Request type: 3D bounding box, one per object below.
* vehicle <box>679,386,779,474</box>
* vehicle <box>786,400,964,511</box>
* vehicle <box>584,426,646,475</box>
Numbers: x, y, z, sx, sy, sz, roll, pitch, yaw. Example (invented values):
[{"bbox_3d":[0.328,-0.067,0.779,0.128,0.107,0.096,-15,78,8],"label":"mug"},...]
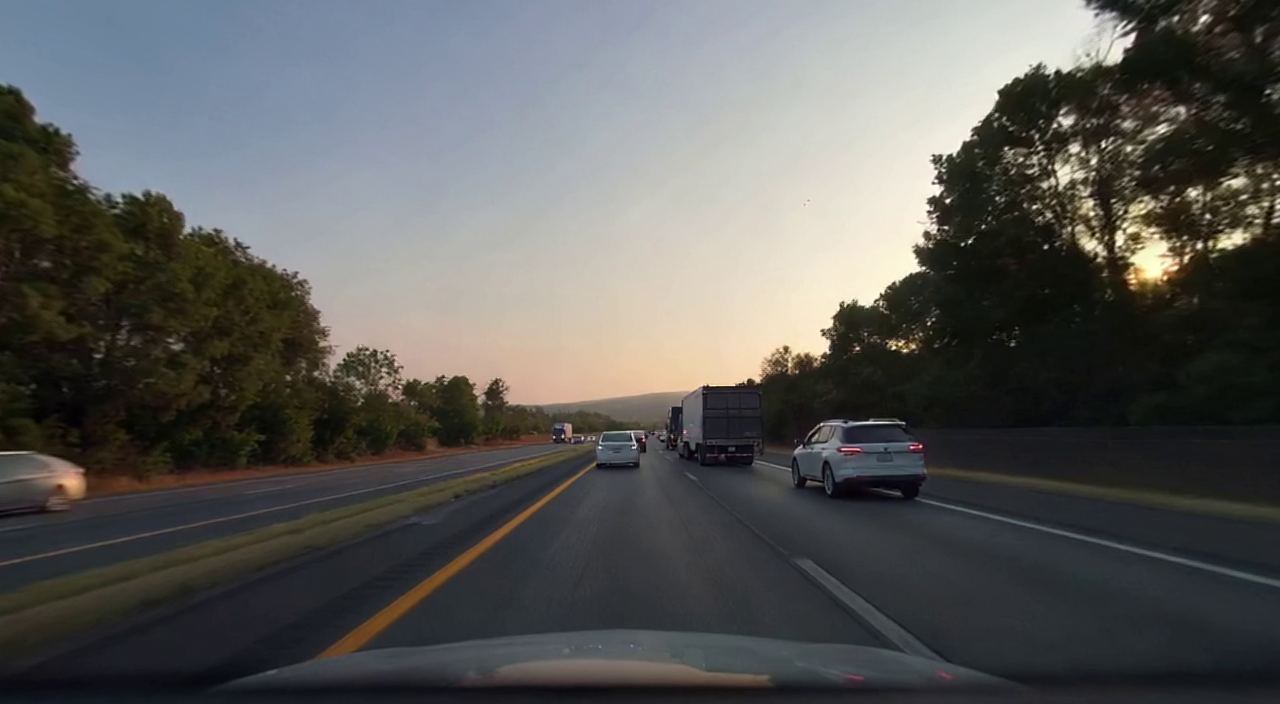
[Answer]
[{"bbox_3d":[3.336,3.260,26.121,2.723,3.027,8.478,0,-8,-1],"label":"vehicle"},{"bbox_3d":[4.525,2.039,12.902,2.011,1.905,3.905,0,-8,-2],"label":"vehicle"},{"bbox_3d":[-0.850,3.562,23.168,2.082,1.638,4.055,0,-8,0],"label":"vehicle"}]
